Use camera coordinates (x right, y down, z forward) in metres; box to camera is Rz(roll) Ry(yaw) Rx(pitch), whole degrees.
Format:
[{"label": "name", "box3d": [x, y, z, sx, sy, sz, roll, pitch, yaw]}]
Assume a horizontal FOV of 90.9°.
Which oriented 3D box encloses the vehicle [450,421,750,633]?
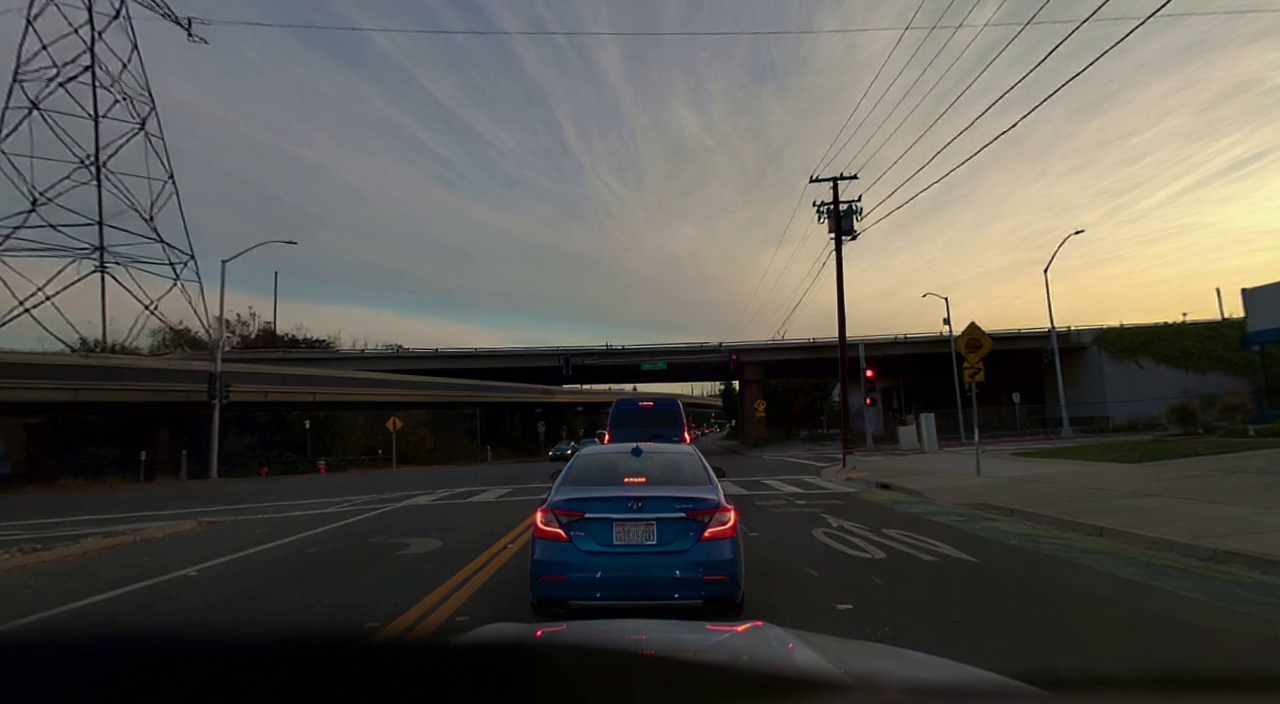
[{"label": "vehicle", "box3d": [-0.242, 1.531, 6.473, 2.090, 1.458, 4.033, -1, -9, 1]}]
